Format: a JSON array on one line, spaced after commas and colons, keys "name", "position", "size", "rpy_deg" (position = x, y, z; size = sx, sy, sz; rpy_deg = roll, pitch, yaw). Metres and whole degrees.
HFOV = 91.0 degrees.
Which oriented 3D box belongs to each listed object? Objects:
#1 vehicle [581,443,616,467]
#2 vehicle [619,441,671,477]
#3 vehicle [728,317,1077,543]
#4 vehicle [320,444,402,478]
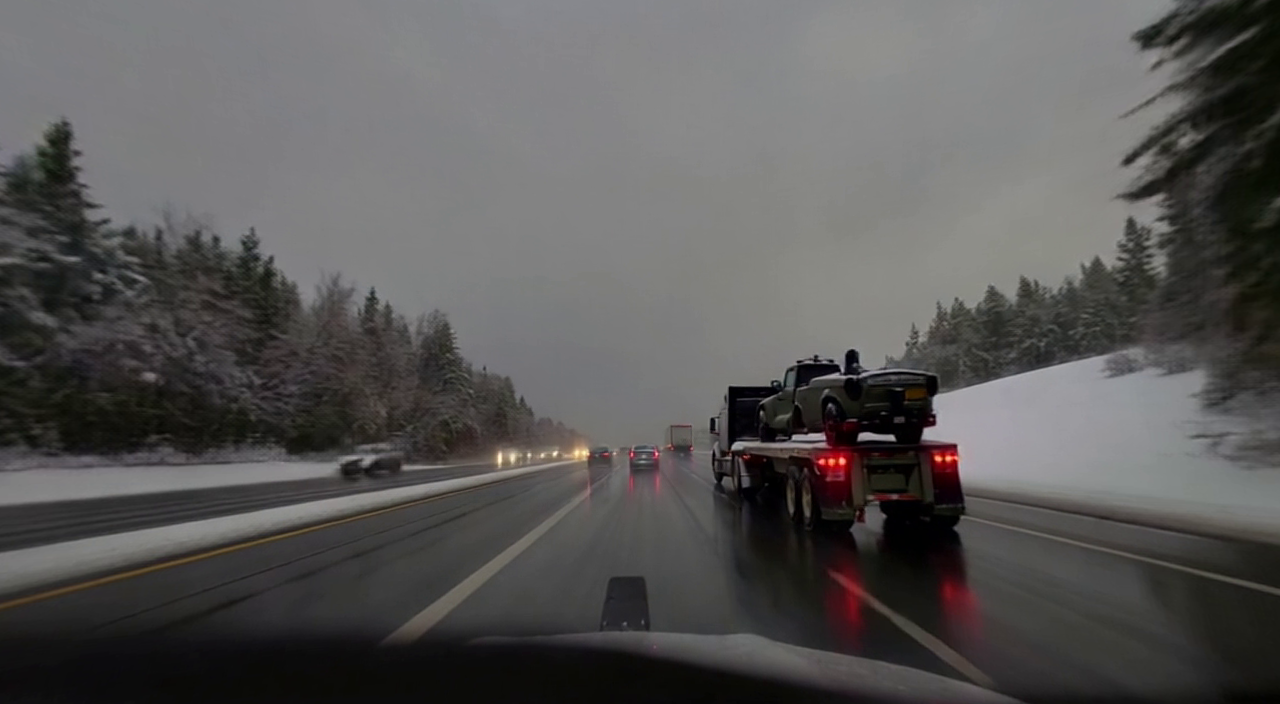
[{"name": "vehicle", "position": [-2.660, 6.709, 41.152], "size": [1.928, 1.464, 3.706], "rpy_deg": [0, -8, 2]}, {"name": "vehicle", "position": [0.275, 4.758, 28.307], "size": [2.152, 1.484, 4.211], "rpy_deg": [0, -8, 2]}, {"name": "vehicle", "position": [4.667, 2.053, 15.649], "size": [3.150, 3.257, 13.098], "rpy_deg": [0, -8, 0]}, {"name": "vehicle", "position": [-14.050, 5.482, 31.984], "size": [1.925, 1.552, 4.531], "rpy_deg": [0, -8, 2]}]
